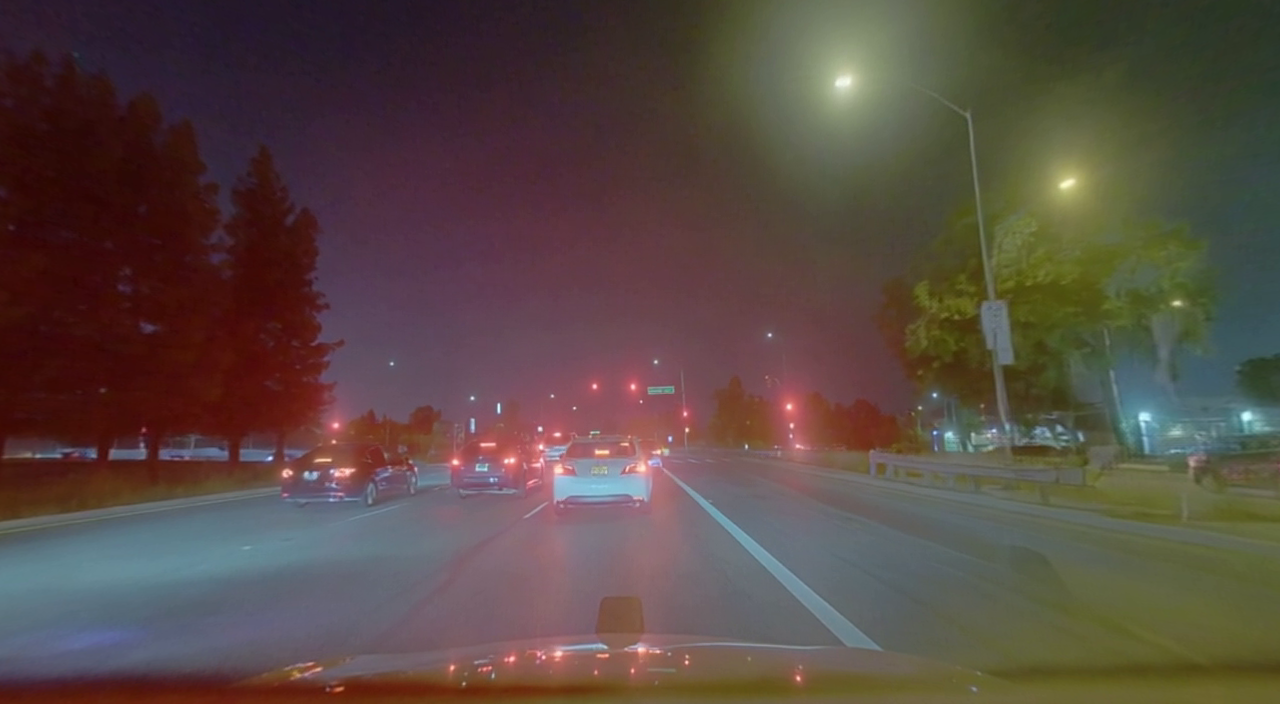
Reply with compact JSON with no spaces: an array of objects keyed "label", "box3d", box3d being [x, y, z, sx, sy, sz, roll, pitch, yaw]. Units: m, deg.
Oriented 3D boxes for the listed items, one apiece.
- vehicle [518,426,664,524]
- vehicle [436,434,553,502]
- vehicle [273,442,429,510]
[{"label":"vehicle","box3d":[-0.771,2.225,11.973,2.231,1.481,4.489,0,-8,-1]},{"label":"vehicle","box3d":[-3.562,2.928,16.393,1.920,1.480,4.549,0,-8,1]},{"label":"vehicle","box3d":[-7.051,3.044,16.021,1.852,1.458,4.422,0,-8,0]}]
